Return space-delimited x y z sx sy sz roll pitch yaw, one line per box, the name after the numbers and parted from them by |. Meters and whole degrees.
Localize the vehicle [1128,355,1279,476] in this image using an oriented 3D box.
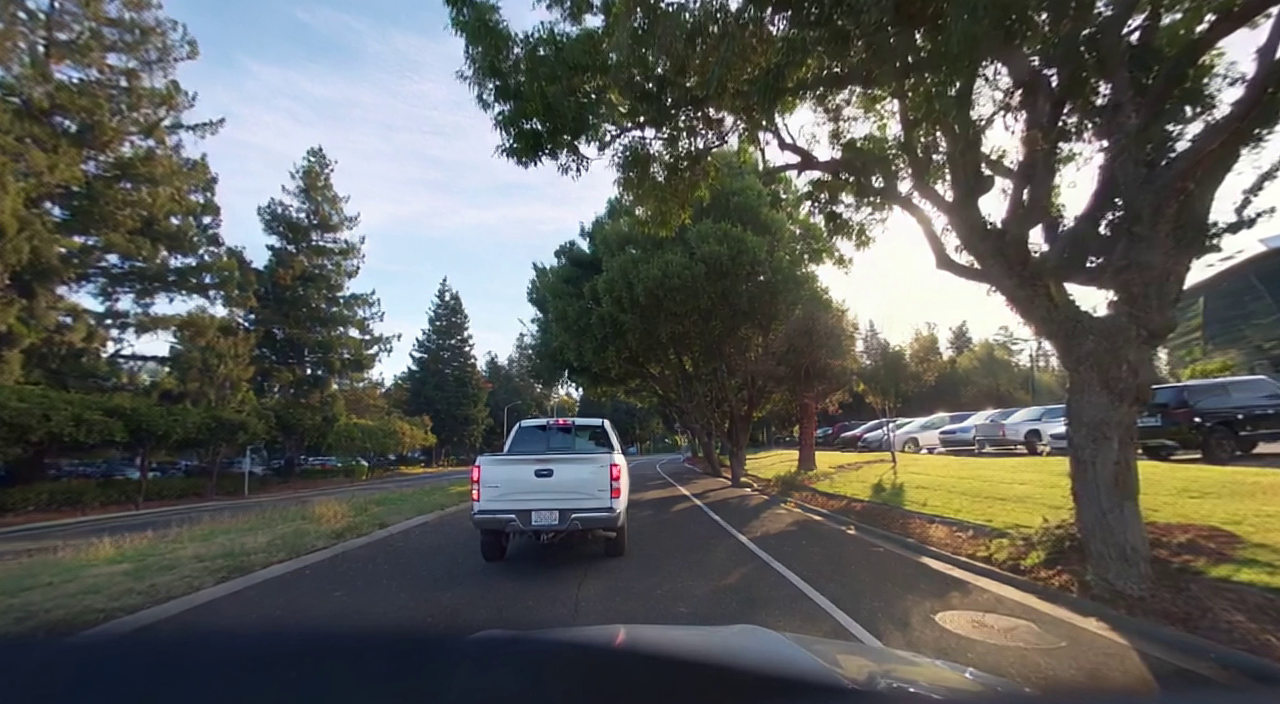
12.549 1.262 11.580 5.191 1.983 2.335 1 -8 2 | vehicle

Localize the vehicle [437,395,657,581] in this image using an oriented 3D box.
-0.871 1.706 8.803 2.157 1.816 5.039 0 -8 1 | vehicle

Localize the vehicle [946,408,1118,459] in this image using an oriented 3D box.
11.960 2.521 19.501 3.964 1.484 1.924 0 -8 1 | vehicle
